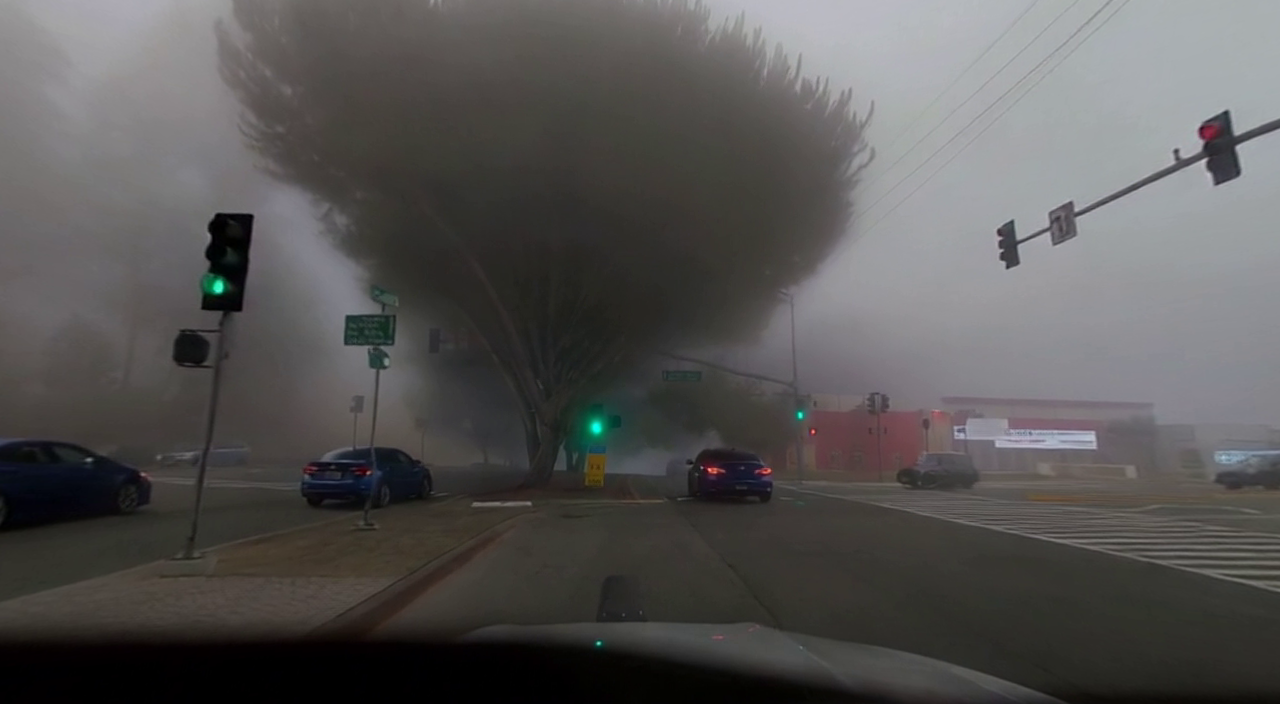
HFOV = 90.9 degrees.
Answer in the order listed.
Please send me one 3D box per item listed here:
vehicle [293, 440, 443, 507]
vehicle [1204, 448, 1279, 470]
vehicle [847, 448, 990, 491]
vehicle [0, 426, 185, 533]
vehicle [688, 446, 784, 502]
[{"bbox_3d":[-6.791,3.049,16.394,1.995,1.470,4.556,0,-8,-2],"label":"vehicle"},{"bbox_3d":[43.760,7.745,45.834,1.723,1.431,3.880,0,-8,-1],"label":"vehicle"},{"bbox_3d":[10.570,4.437,24.034,4.703,1.492,1.930,2,-9,-14],"label":"vehicle"},{"bbox_3d":[-10.026,1.995,10.172,1.979,1.494,4.693,0,-8,-2],"label":"vehicle"},{"bbox_3d":[2.809,3.676,19.520,1.940,1.487,4.562,0,-8,-4],"label":"vehicle"}]
